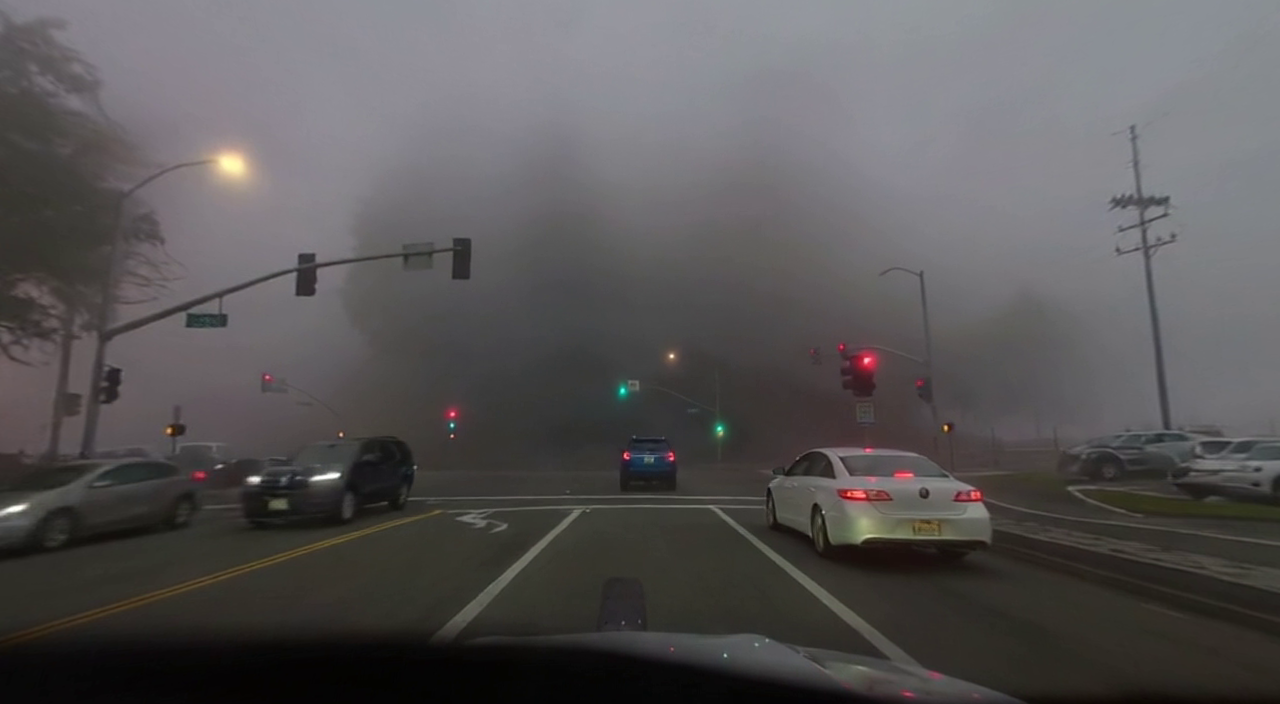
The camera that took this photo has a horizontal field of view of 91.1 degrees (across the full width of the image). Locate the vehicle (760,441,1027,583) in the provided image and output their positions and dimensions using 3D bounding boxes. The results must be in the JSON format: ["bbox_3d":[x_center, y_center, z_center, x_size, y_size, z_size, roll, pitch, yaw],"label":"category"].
[{"bbox_3d":[3.123,2.028,8.923,1.900,1.478,4.425,0,-8,-1],"label":"vehicle"}]

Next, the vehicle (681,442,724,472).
[{"bbox_3d":[3.733,6.346,38.211,2.138,1.729,4.178,0,-8,-1],"label":"vehicle"}]

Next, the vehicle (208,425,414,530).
[{"bbox_3d":[-6.656,2.554,13.422,1.957,1.836,4.434,0,-8,0],"label":"vehicle"}]

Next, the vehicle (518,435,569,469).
[{"bbox_3d":[-6.156,6.440,40.659,2.374,2.031,5.737,0,-8,0],"label":"vehicle"}]

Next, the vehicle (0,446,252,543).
[{"bbox_3d":[-10.380,2.713,12.761,1.943,1.552,4.670,0,-8,0],"label":"vehicle"}]

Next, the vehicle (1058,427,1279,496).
[{"bbox_3d":[13.597,2.743,15.890,4.507,1.610,2.045,0,-8,0],"label":"vehicle"}]

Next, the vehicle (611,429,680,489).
[{"bbox_3d":[0.166,3.846,22.918,2.296,1.947,4.168,0,-8,0],"label":"vehicle"}]
